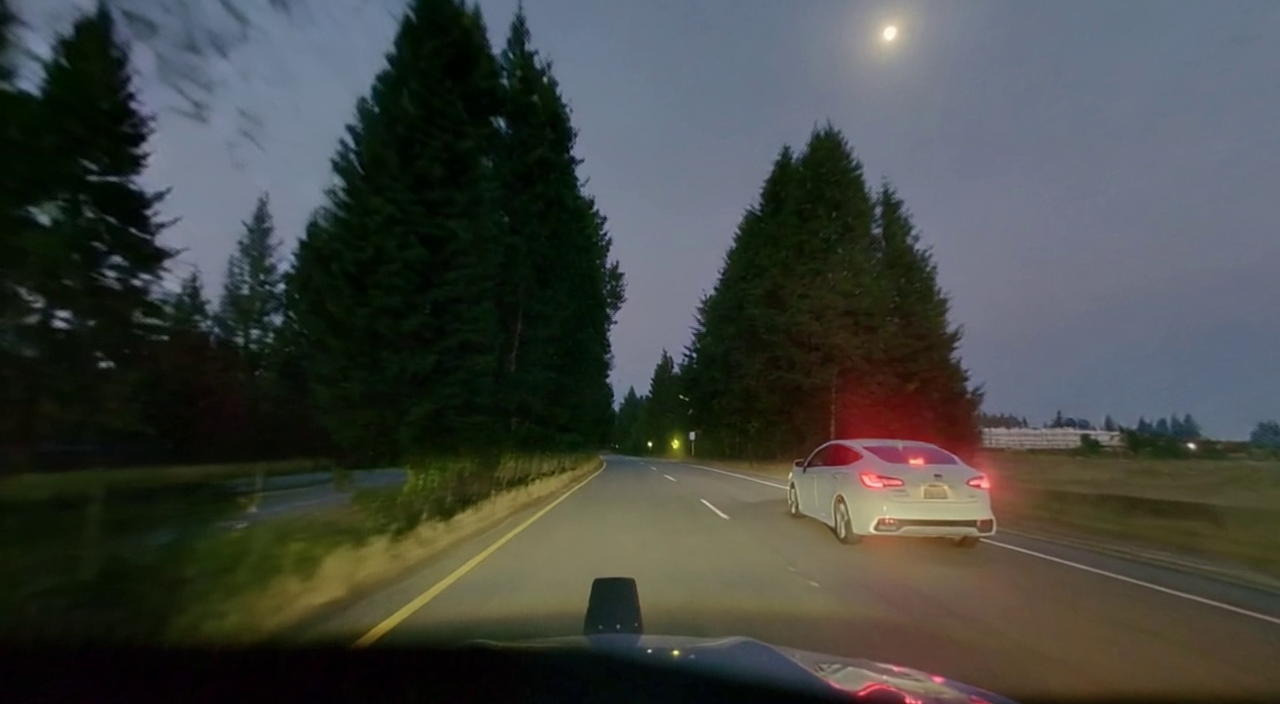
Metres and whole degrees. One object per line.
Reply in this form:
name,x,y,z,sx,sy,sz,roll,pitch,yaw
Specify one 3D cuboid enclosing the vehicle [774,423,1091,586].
vehicle,3.391,1.859,8.619,2.060,1.584,4.592,0,-9,-1
